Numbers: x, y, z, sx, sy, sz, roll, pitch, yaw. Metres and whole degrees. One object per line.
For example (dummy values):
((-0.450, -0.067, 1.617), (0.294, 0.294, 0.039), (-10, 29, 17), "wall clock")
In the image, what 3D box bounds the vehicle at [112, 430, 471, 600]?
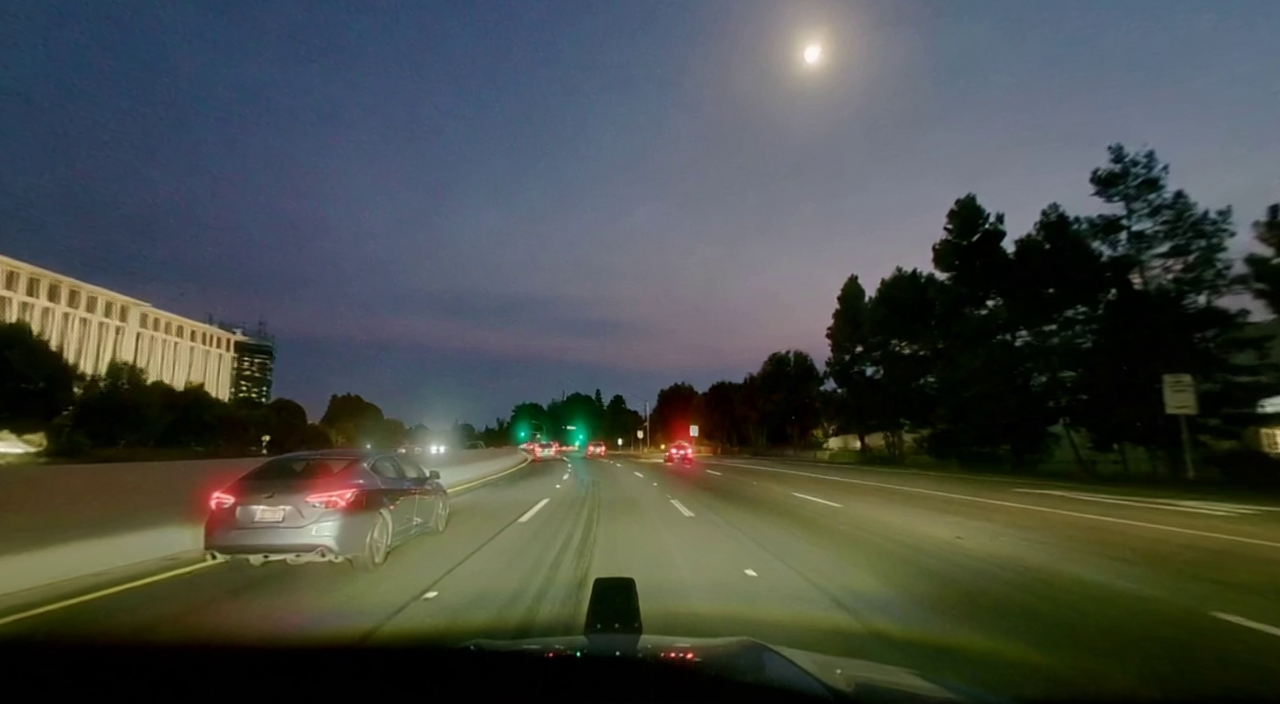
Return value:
((-3.667, 1.762, 7.820), (2.018, 1.476, 4.364), (0, -8, -1), "vehicle")
